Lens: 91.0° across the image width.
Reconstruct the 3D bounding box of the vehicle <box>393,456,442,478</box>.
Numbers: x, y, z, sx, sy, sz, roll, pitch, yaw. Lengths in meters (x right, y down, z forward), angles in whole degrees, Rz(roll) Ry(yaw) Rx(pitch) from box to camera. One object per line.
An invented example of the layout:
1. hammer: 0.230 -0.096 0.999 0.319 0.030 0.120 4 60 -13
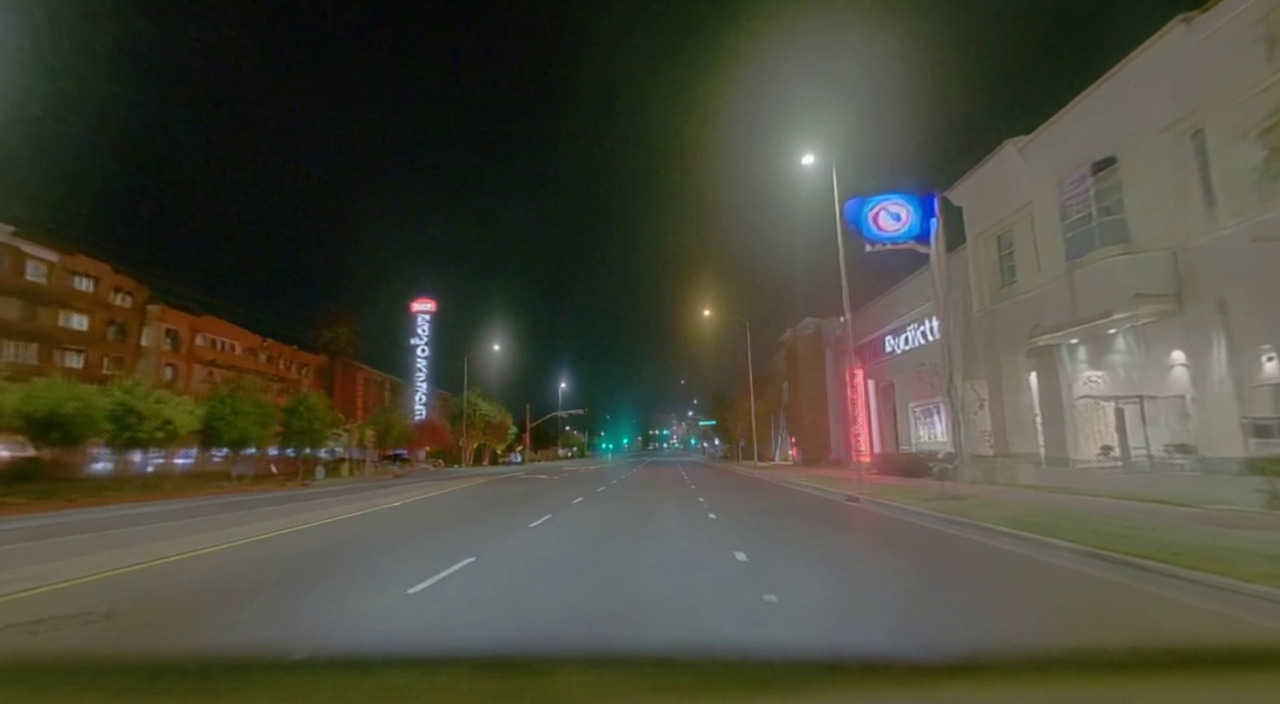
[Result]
1. vehicle: -16.732 8.658 47.548 1.938 1.465 4.744 -2 -9 1
